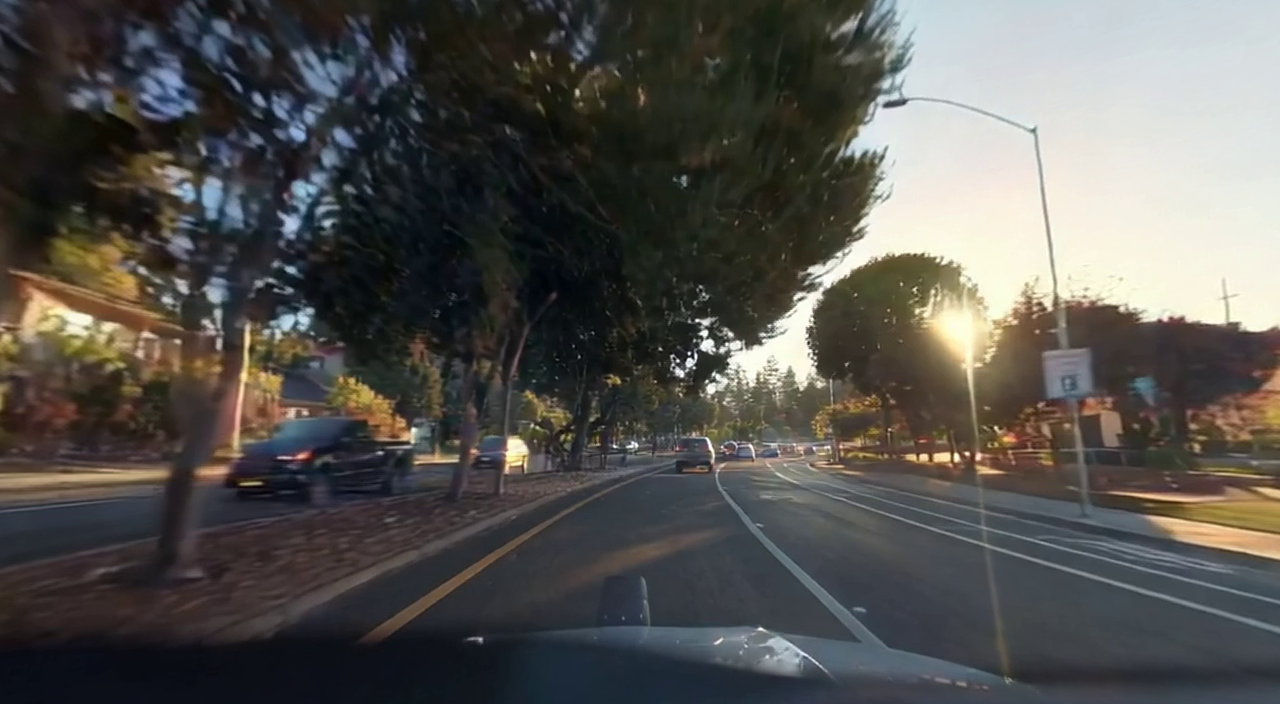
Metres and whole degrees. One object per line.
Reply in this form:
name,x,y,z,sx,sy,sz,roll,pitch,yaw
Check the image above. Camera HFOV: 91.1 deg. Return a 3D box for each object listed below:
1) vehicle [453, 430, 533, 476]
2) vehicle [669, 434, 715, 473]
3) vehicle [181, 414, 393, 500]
vehicle,-6.489,4.532,28.392,1.975,1.853,4.600,-1,-9,8
vehicle,2.924,5.526,34.410,2.072,2.002,4.391,-1,-9,10
vehicle,-8.619,2.634,16.061,2.331,1.838,4.865,-1,-8,4
